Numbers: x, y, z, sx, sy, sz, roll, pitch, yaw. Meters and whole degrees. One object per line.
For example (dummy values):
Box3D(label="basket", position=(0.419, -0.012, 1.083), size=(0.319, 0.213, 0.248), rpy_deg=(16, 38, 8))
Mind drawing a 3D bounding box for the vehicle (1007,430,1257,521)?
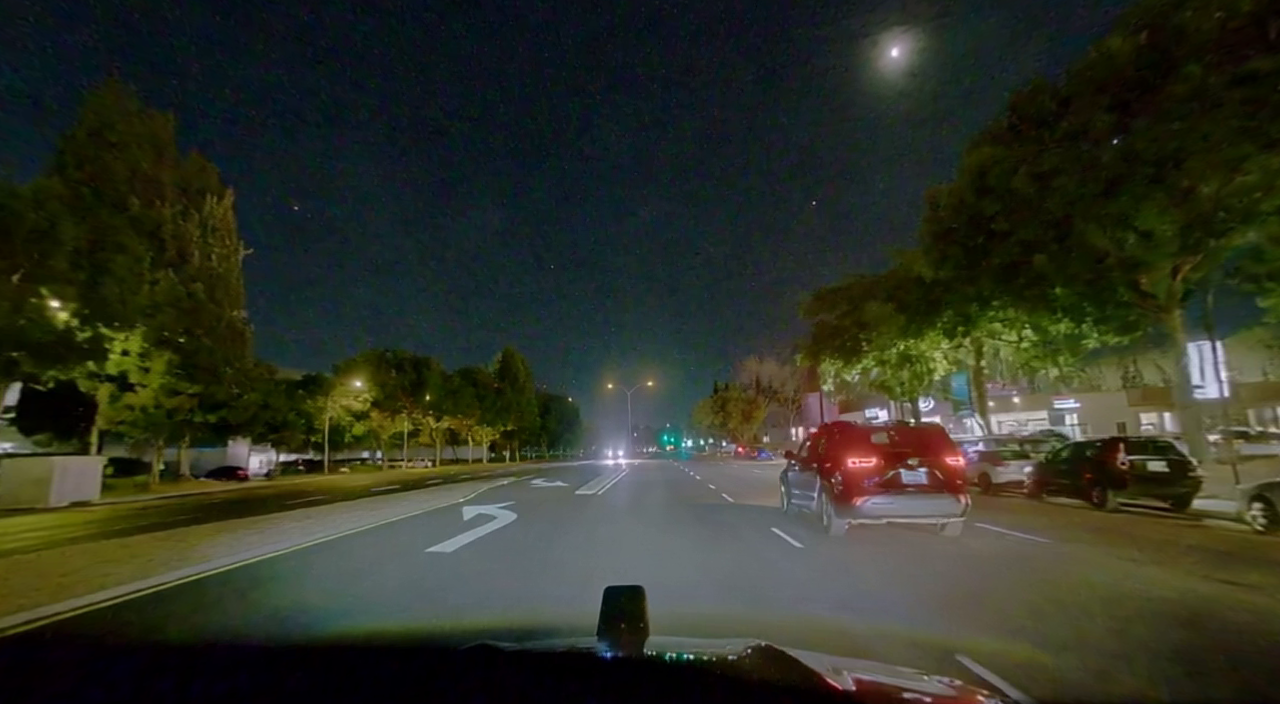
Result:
Box3D(label="vehicle", position=(10.973, 2.756, 14.682), size=(1.899, 1.732, 4.800), rpy_deg=(0, -9, 0))

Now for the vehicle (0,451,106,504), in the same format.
Box3D(label="vehicle", position=(-23.984, 4.840, 24.584), size=(5.096, 1.872, 2.139), rpy_deg=(-2, -9, 15))

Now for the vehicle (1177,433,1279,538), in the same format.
Box3D(label="vehicle", position=(10.927, 2.028, 9.470), size=(1.835, 1.637, 4.407), rpy_deg=(0, -9, 1))

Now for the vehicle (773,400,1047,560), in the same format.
Box3D(label="vehicle", position=(3.614, 1.825, 9.633), size=(2.183, 1.845, 4.482), rpy_deg=(0, -9, 0))
